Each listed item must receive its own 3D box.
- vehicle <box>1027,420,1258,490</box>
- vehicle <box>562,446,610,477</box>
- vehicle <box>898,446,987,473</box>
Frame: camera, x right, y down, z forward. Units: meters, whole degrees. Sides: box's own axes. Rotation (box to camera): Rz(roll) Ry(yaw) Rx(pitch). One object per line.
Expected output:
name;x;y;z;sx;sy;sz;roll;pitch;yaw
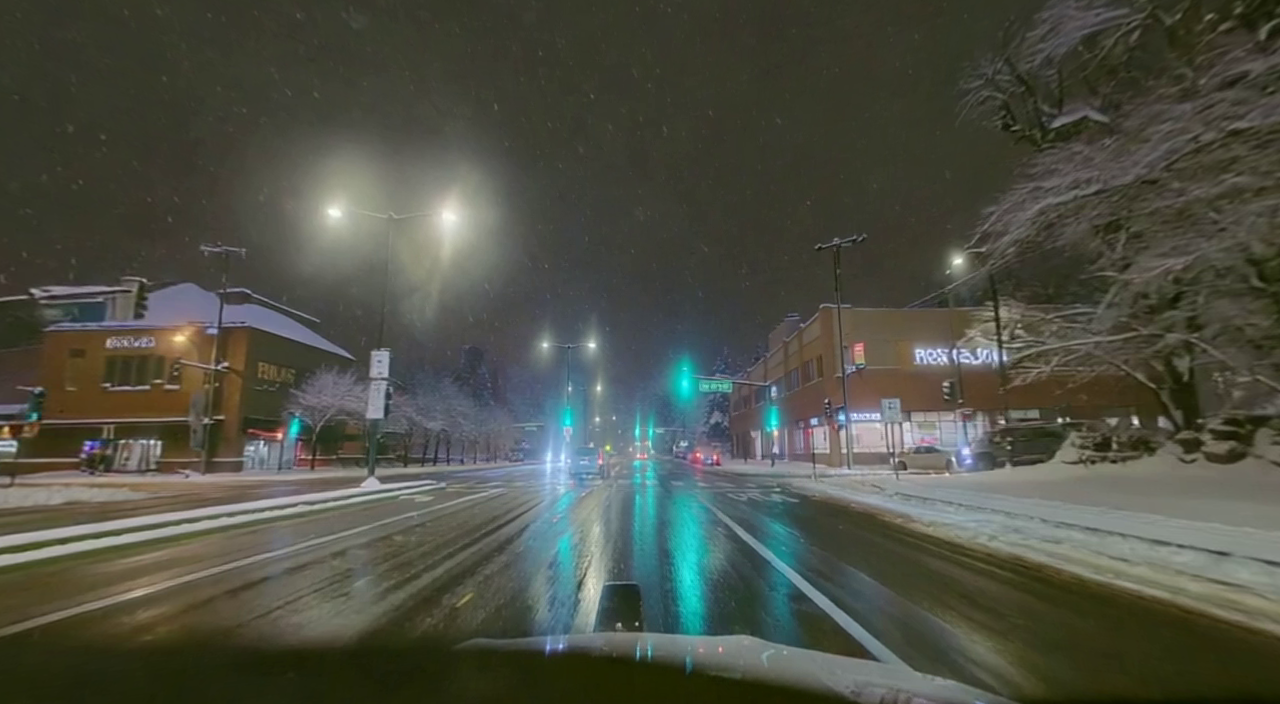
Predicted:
vehicle;15.300;3.191;19.436;5.130;1.810;2.126;-2;-10;0
vehicle;-2.745;5.674;32.826;2.078;1.471;4.217;0;-9;0
vehicle;17.351;6.168;36.218;4.040;1.514;2.095;0;-9;-2
